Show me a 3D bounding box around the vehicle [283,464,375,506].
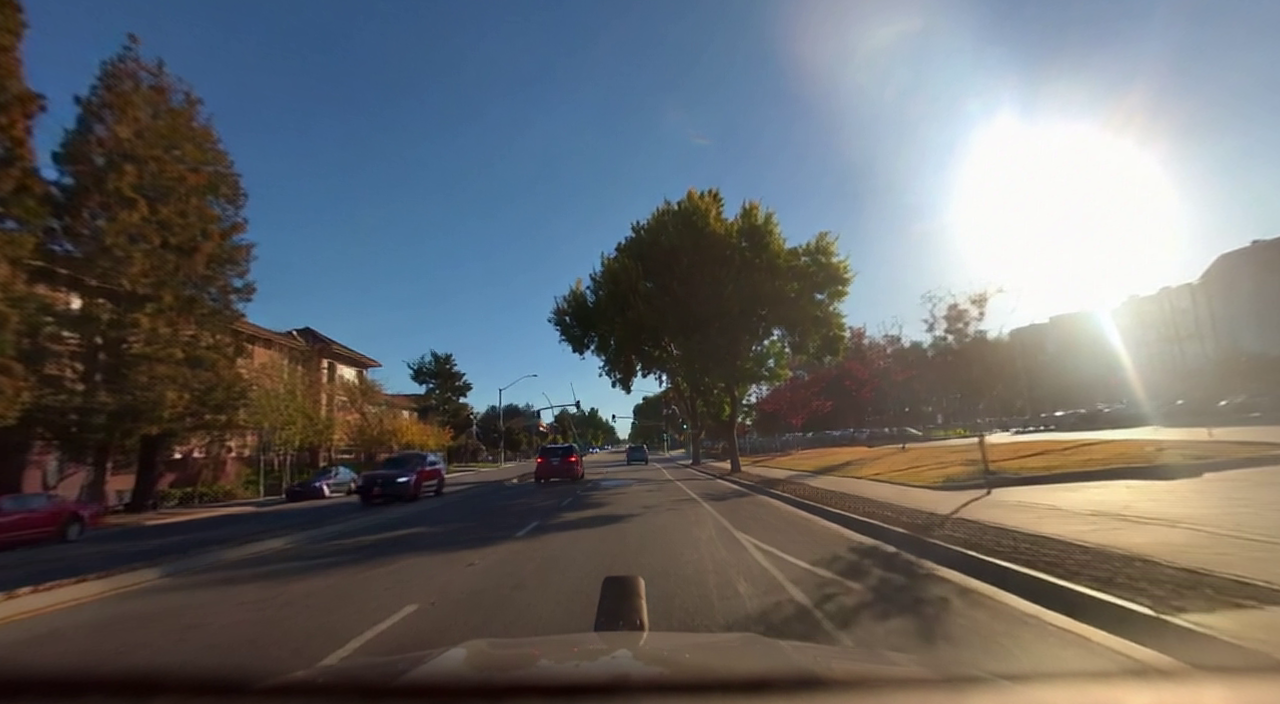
[{"bbox_3d":[-14.439,6.157,29.613,1.880,1.476,4.715,-7,-9,0],"label":"vehicle"}]

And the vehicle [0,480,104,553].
[{"bbox_3d":[-14.614,3.738,13.787,1.874,1.392,4.633,-7,-9,-1],"label":"vehicle"}]

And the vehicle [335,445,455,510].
[{"bbox_3d":[-7.906,4.044,20.917,2.084,1.731,4.595,-4,-9,1],"label":"vehicle"}]

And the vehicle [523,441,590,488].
[{"bbox_3d":[-3.399,4.659,26.534,2.097,1.755,4.336,-1,-9,2],"label":"vehicle"}]
